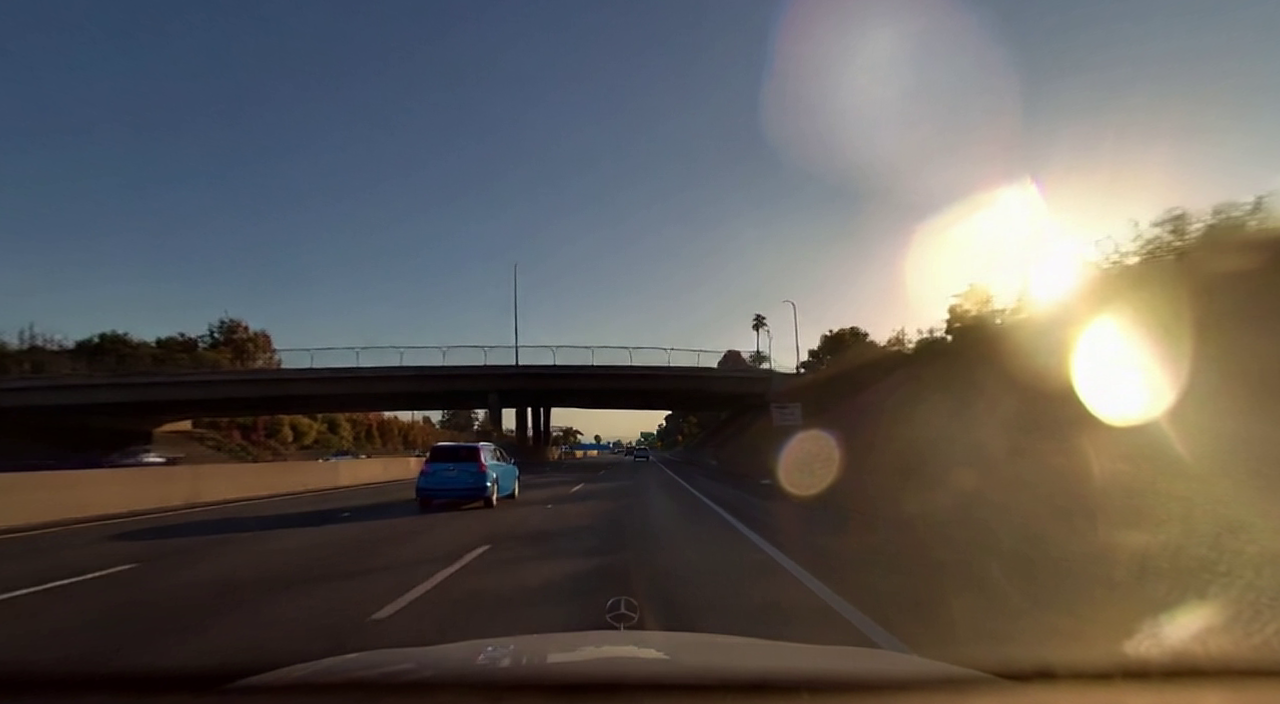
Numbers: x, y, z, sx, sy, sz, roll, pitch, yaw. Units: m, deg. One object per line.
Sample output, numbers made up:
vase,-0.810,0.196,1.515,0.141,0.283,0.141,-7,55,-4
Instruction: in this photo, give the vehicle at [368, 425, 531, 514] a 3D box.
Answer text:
vehicle,-4.226,2.716,15.114,2.272,1.759,5.058,0,-9,1
